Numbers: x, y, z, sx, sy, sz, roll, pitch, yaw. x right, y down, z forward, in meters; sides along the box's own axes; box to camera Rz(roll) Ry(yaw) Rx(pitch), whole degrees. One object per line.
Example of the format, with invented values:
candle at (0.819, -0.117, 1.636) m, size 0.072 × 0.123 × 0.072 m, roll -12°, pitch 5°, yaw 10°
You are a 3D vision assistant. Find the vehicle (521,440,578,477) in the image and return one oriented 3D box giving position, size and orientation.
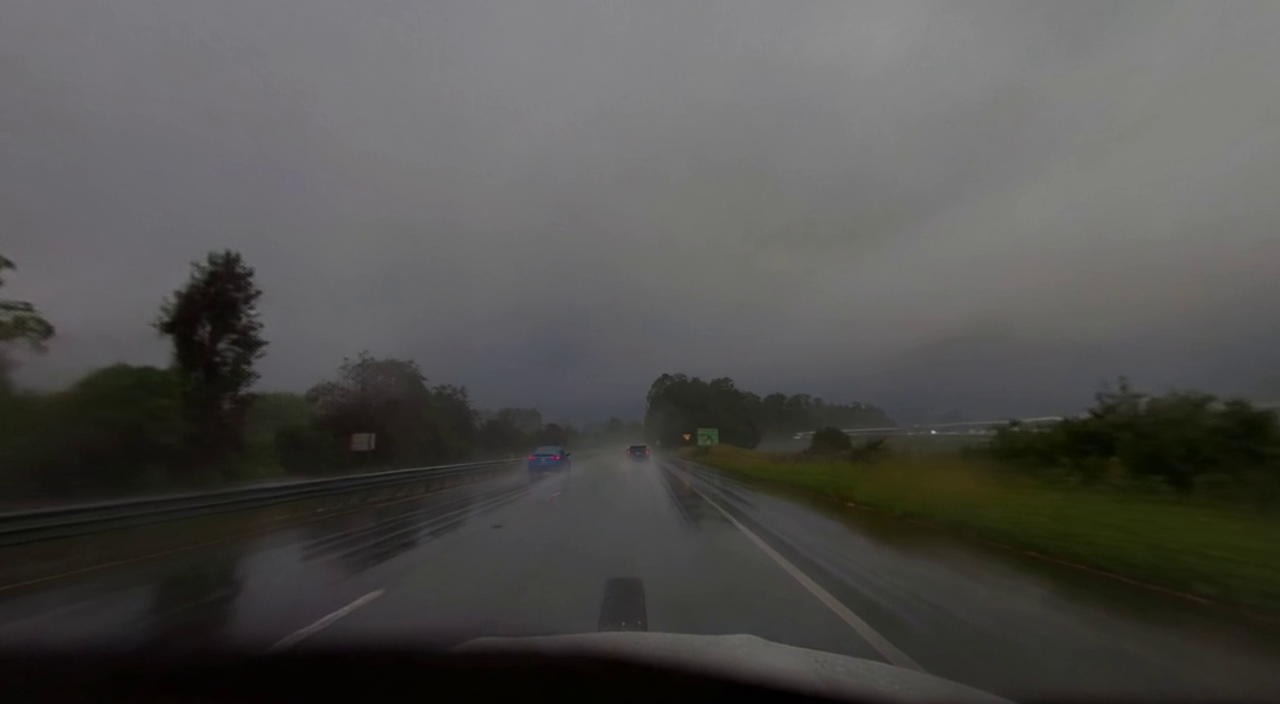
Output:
vehicle at (-4.336, 5.196, 30.830) m, size 2.113 × 1.656 × 4.215 m, roll 0°, pitch -9°, yaw 1°

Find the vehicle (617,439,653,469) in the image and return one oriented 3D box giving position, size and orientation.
vehicle at (-0.274, 6.357, 39.303) m, size 2.126 × 1.786 × 3.958 m, roll 0°, pitch -9°, yaw 0°
